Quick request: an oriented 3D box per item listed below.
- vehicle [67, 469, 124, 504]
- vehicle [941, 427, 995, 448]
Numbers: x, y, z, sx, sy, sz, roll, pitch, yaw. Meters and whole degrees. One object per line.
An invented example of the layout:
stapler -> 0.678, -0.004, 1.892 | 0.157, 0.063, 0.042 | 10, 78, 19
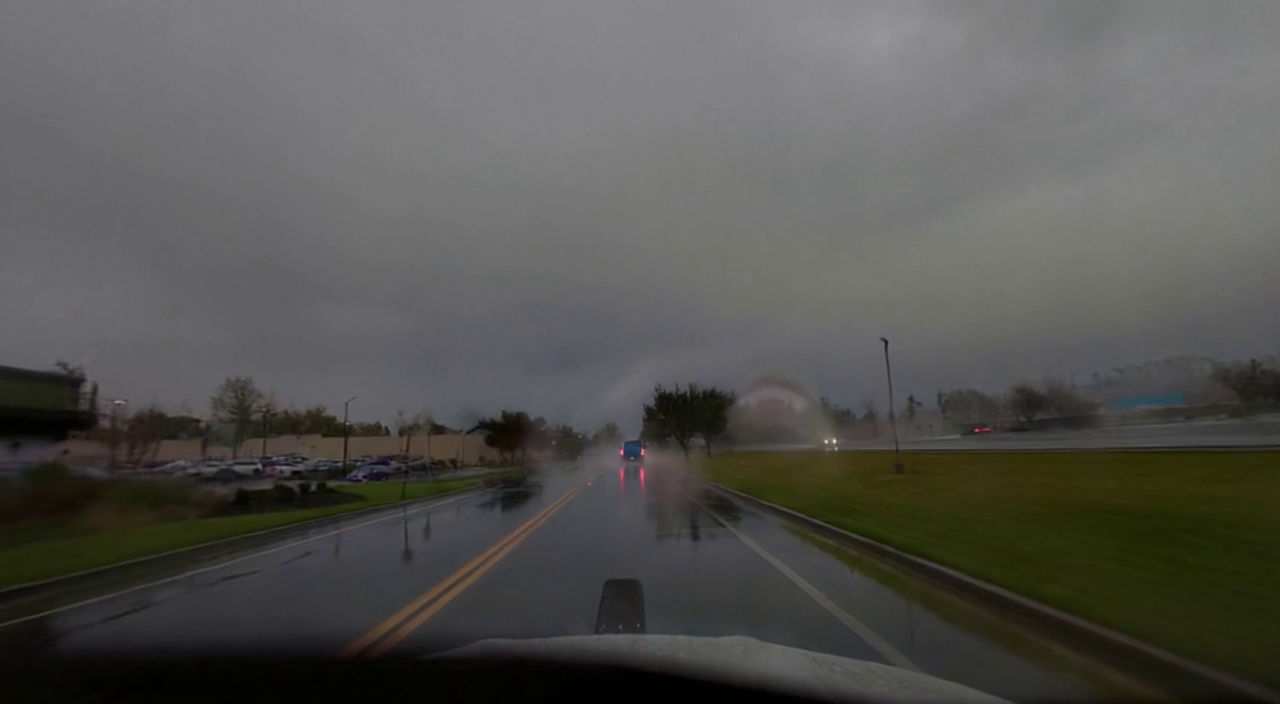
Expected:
vehicle -> -27.295, 6.671, 31.628 | 1.896, 1.481, 4.448 | 8, -12, -42
vehicle -> 24.789, 6.514, 47.870 | 1.816, 1.517, 3.920 | 0, -9, -3
